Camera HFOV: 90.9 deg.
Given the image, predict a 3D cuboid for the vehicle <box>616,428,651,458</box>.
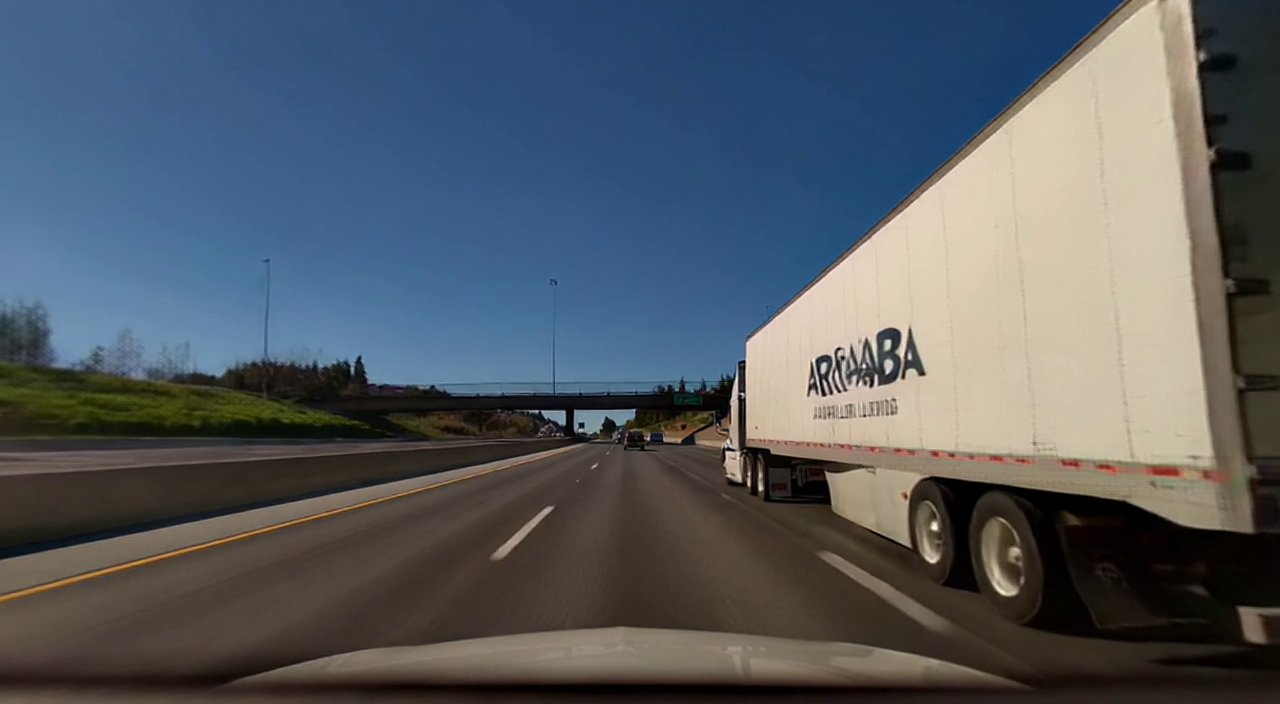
[{"bbox_3d":[-0.500,6.250,43.510,2.277,1.913,4.510,0,-8,-2],"label":"vehicle"}]
